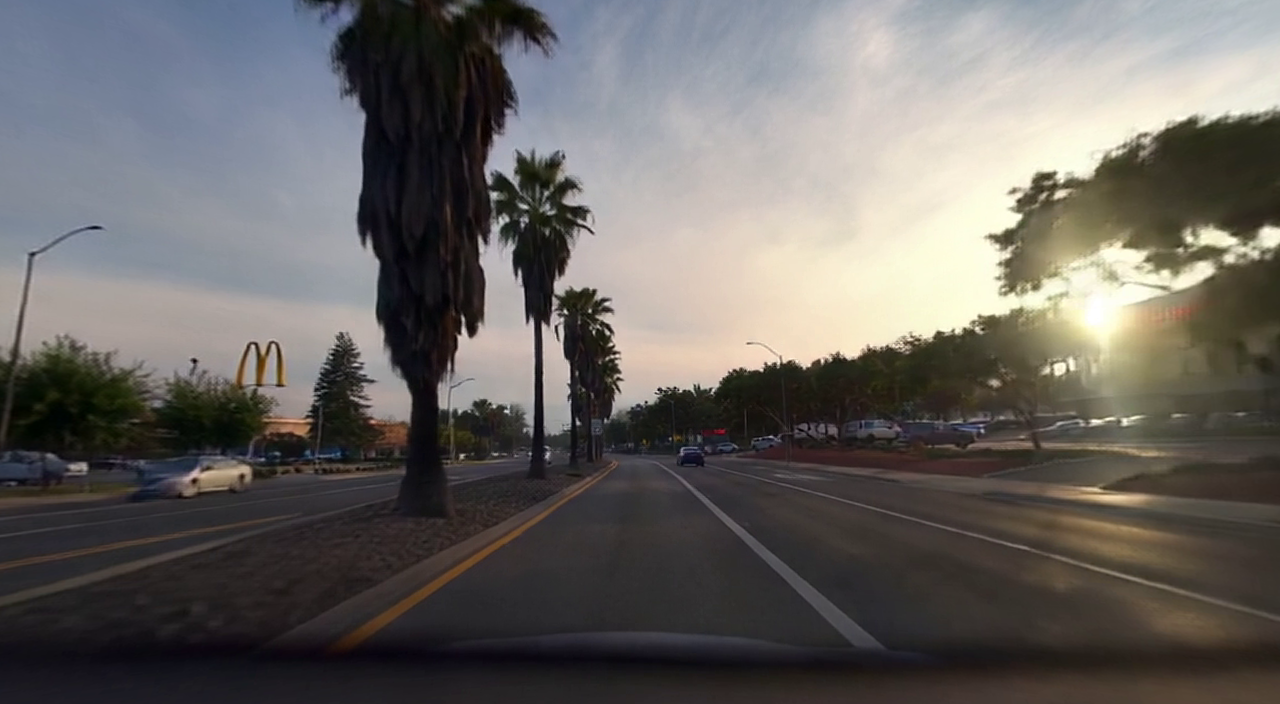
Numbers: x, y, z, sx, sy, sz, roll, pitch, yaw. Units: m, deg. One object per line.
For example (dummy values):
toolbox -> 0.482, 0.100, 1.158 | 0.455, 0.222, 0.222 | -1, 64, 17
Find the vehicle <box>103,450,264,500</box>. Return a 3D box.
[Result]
vehicle -> -16.912, 4.556, 23.831 | 2.167, 1.622, 5.184 | 0, -8, 0

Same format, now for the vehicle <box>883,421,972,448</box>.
vehicle -> 18.701, 5.396, 41.212 | 4.649, 1.662, 2.349 | 0, -8, 1

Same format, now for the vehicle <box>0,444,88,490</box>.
vehicle -> -32.837, 6.043, 32.876 | 2.415, 2.234, 6.082 | -1, -11, 1
